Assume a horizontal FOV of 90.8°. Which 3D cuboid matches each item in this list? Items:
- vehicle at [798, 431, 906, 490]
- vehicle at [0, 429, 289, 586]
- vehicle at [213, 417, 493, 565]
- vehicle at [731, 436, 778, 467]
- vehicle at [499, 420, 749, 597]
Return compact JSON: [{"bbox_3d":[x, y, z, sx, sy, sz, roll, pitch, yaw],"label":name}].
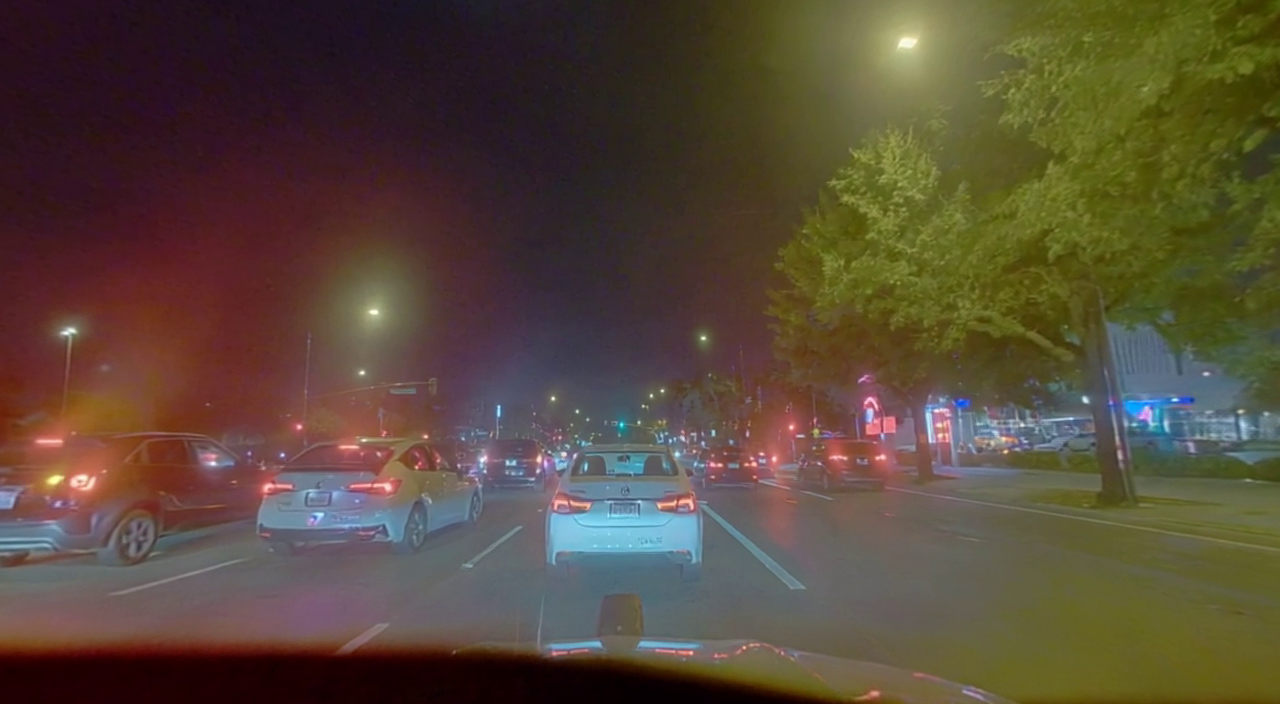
[{"bbox_3d":[6.409,3.323,19.612,1.895,1.633,4.030,0,-9,-1],"label":"vehicle"},{"bbox_3d":[-6.934,1.853,8.439,1.860,1.491,4.586,0,-9,0],"label":"vehicle"},{"bbox_3d":[-3.719,1.876,9.283,2.009,1.619,4.376,0,-9,1],"label":"vehicle"},{"bbox_3d":[6.617,5.804,36.799,1.889,1.681,4.120,0,-9,-1],"label":"vehicle"},{"bbox_3d":[-0.170,1.673,7.633,2.161,1.501,4.184,0,-9,-1],"label":"vehicle"}]
